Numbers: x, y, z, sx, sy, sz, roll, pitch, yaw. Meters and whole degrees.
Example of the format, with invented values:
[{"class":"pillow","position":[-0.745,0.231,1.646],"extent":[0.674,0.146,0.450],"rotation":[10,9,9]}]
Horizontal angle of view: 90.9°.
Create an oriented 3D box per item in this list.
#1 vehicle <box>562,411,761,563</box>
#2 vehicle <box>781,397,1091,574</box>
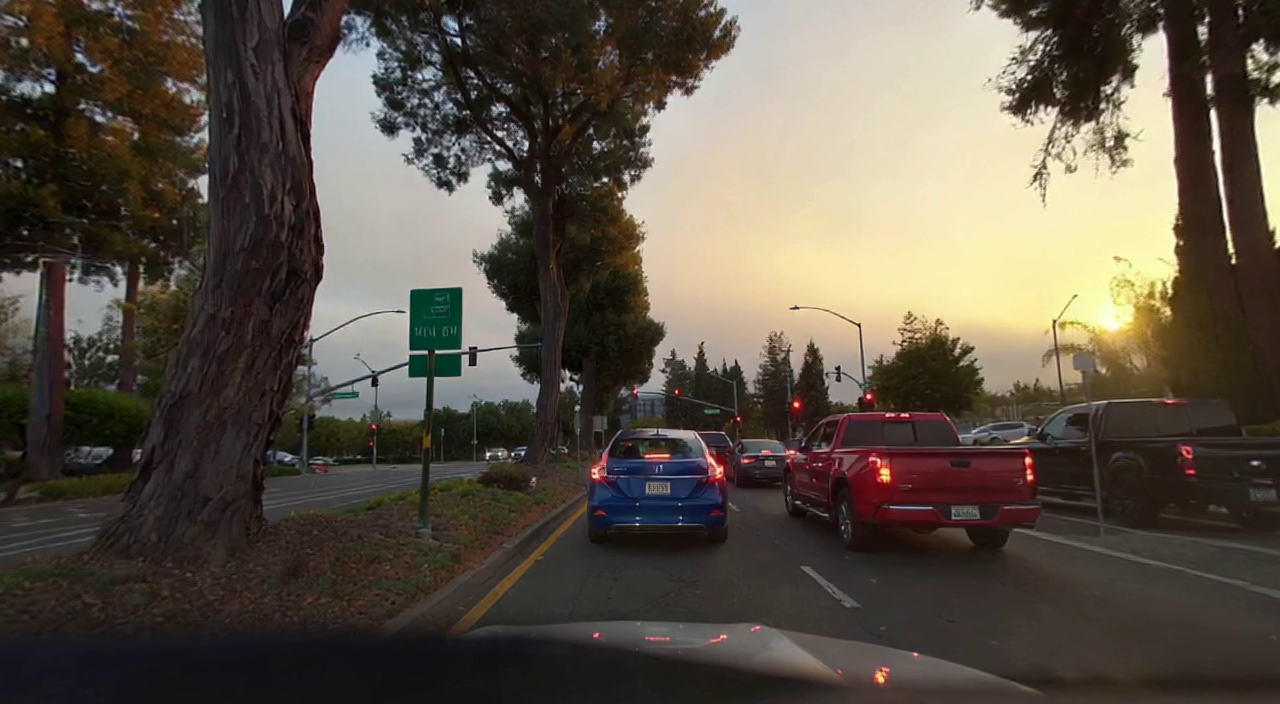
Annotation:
[{"class":"vehicle","position":[0.242,1.776,8.966],"extent":[2.168,1.641,4.039],"rotation":[0,-8,0]},{"class":"vehicle","position":[3.392,1.628,8.400],"extent":[2.099,1.725,4.290],"rotation":[0,-8,1]}]
